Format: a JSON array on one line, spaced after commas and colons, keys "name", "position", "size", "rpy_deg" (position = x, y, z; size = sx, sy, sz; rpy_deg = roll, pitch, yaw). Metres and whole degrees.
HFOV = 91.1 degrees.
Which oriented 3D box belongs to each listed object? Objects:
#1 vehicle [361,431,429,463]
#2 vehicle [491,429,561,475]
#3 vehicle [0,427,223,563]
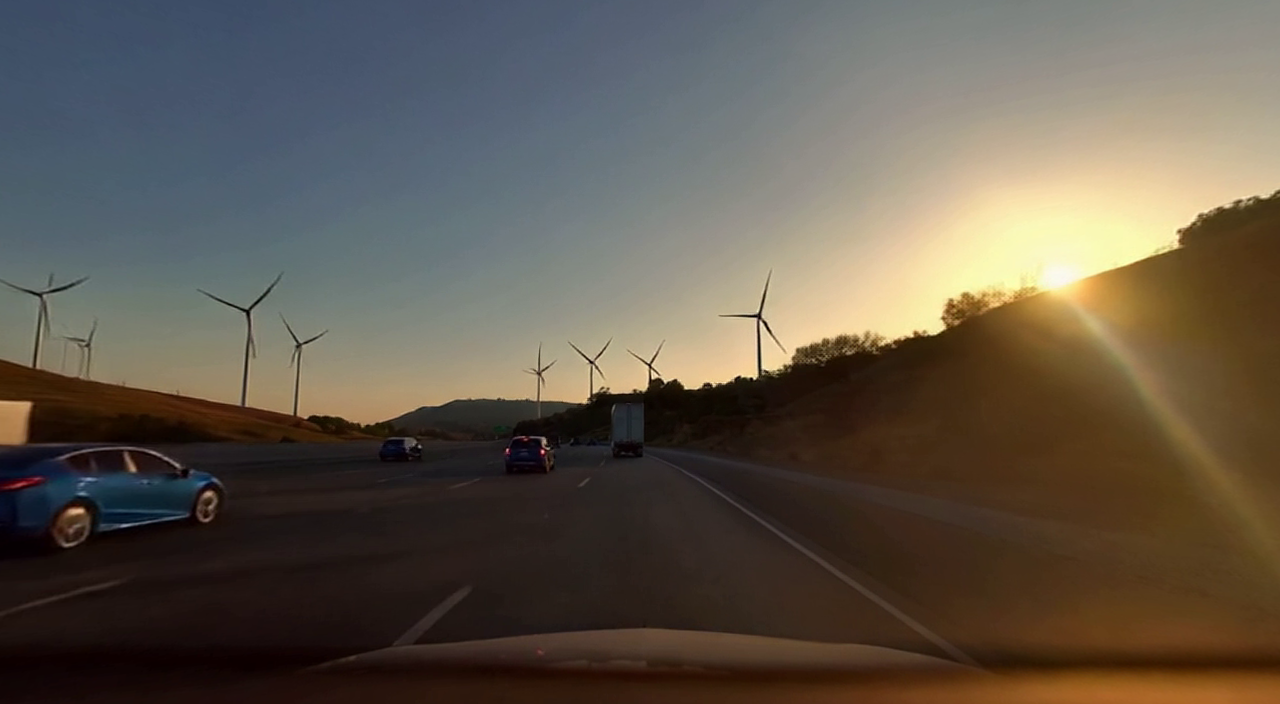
[{"name": "vehicle", "position": [-15.453, 6.014, 39.988], "size": [2.285, 1.835, 5.672], "rpy_deg": [0, -8, -2]}, {"name": "vehicle", "position": [-4.490, 3.999, 25.274], "size": [2.109, 1.684, 3.783], "rpy_deg": [0, -8, 0]}, {"name": "vehicle", "position": [-8.161, 1.754, 8.183], "size": [2.271, 1.488, 4.597], "rpy_deg": [0, -8, 0]}]
